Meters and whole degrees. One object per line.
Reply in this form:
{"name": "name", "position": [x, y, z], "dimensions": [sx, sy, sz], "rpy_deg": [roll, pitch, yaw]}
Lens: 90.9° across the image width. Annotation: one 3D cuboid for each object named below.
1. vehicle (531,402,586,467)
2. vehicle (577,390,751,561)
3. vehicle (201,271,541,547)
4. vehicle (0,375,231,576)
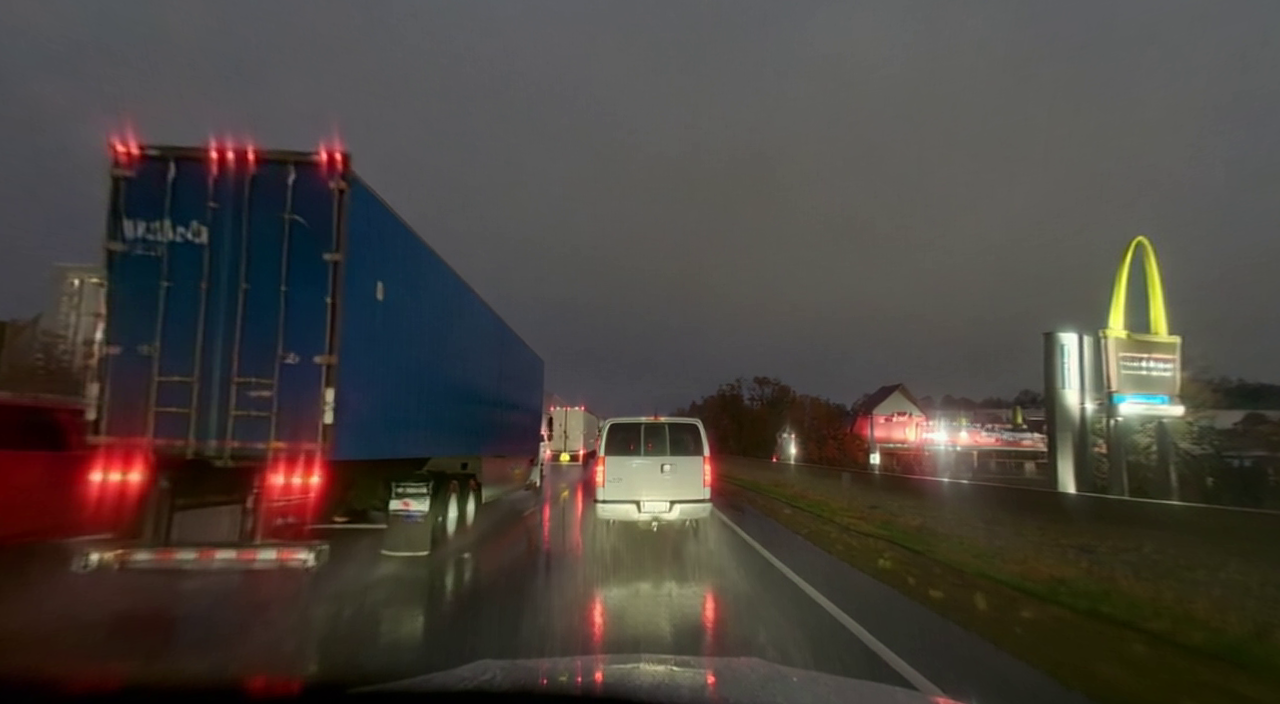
{"name": "vehicle", "position": [-4.992, 5.352, 40.233], "dimensions": [2.617, 3.604, 9.499], "rpy_deg": [0, -9, -2]}
{"name": "vehicle", "position": [0.180, 1.688, 9.178], "dimensions": [1.947, 1.910, 4.040], "rpy_deg": [0, -9, -3]}
{"name": "vehicle", "position": [-4.014, 1.315, 12.246], "dimensions": [2.814, 3.513, 8.529], "rpy_deg": [0, -9, 0]}
{"name": "vehicle", "position": [-7.708, 1.397, 7.292], "dimensions": [2.218, 2.047, 5.586], "rpy_deg": [0, -9, -1]}
